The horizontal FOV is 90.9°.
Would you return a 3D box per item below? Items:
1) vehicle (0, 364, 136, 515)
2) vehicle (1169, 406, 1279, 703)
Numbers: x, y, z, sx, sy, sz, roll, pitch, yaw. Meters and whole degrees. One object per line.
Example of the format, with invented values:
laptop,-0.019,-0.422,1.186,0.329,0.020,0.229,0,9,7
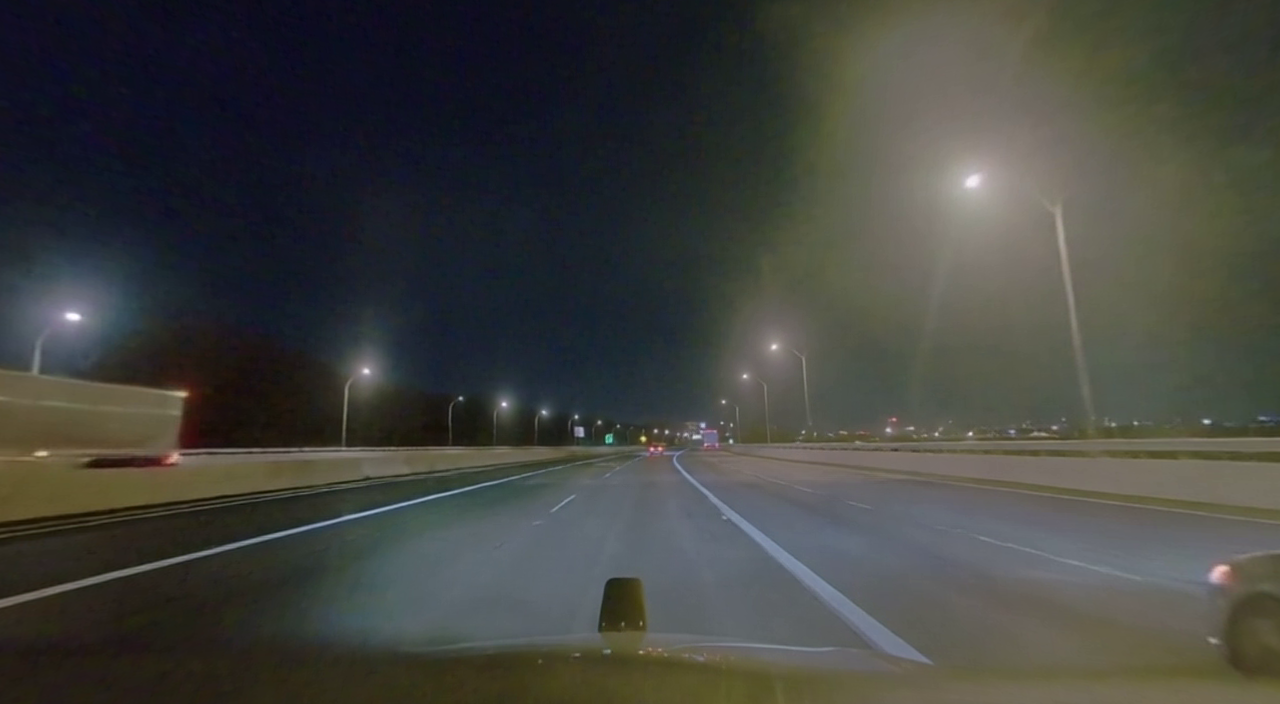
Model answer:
vehicle,-14.133,1.624,11.493,2.843,2.970,8.404,-2,-9,1
vehicle,3.681,0.705,0.794,1.999,1.492,4.673,0,-8,1
